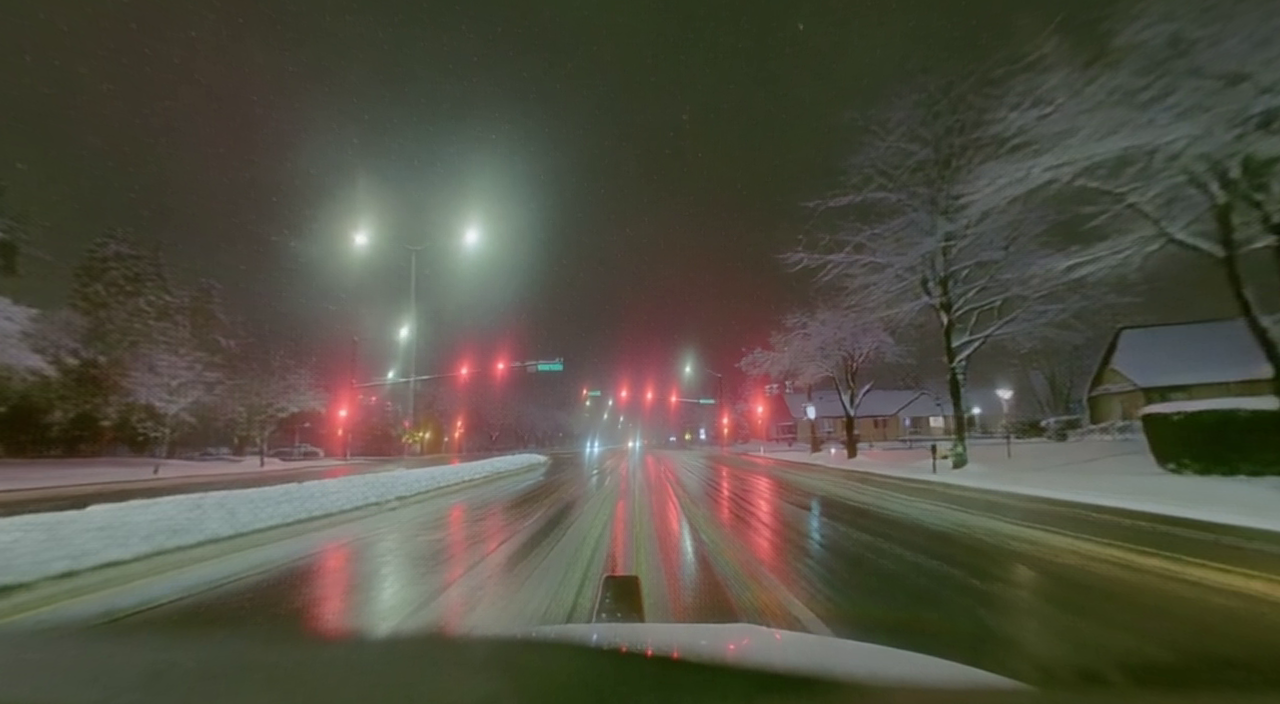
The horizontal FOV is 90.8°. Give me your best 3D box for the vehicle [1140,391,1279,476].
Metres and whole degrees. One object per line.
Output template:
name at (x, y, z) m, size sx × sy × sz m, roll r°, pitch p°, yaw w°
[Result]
vehicle at (16.385, 2.297, 17.620) m, size 1.951 × 2.131 × 3.345 m, roll 0°, pitch -9°, yaw -1°
